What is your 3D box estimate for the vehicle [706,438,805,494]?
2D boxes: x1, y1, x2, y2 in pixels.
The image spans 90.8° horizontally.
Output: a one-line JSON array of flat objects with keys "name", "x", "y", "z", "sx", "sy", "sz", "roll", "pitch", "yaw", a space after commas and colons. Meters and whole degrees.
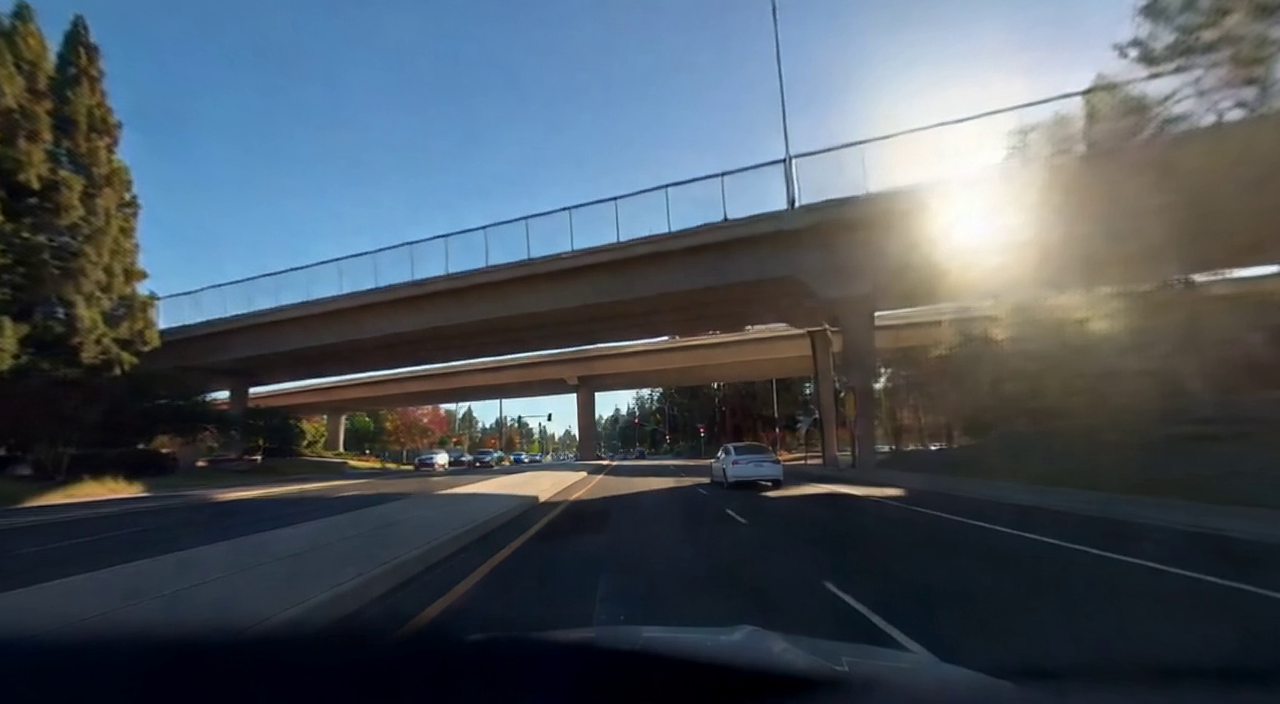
[{"name": "vehicle", "x": 3.345, "y": 3.387, "z": 19.179, "sx": 2.062, "sy": 1.484, "sz": 4.332, "roll": 0, "pitch": -8, "yaw": -1}]
